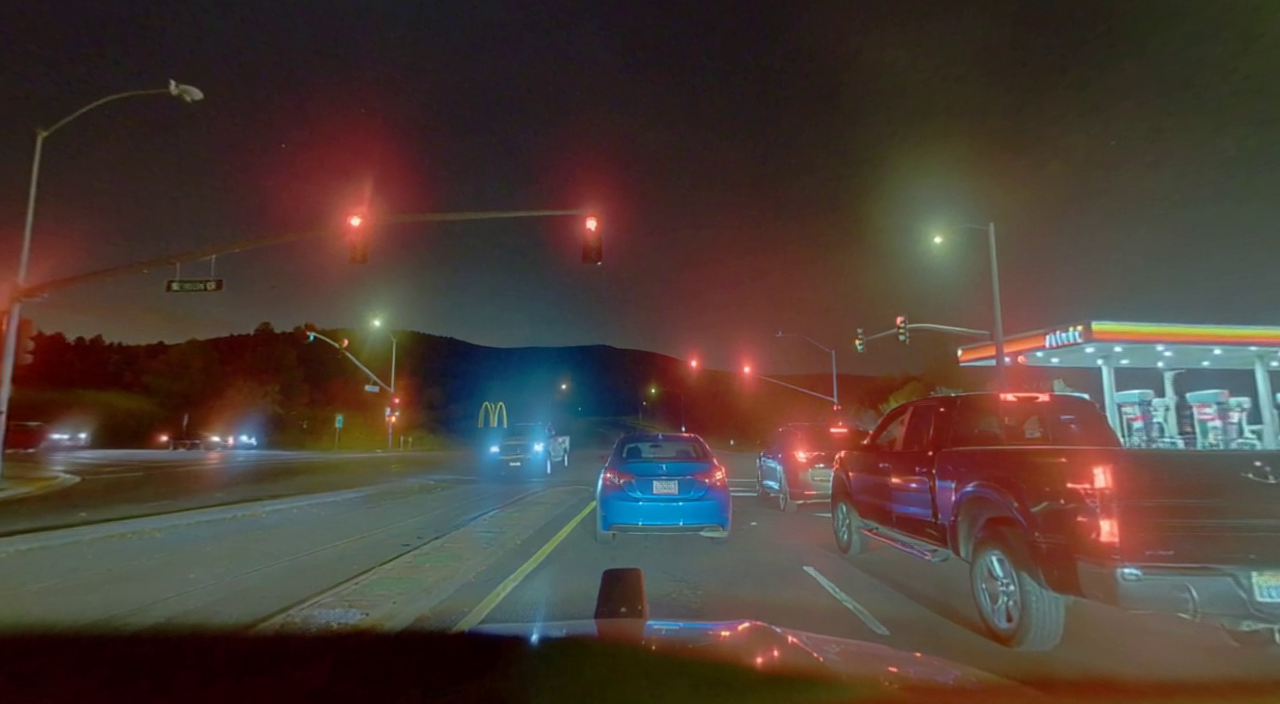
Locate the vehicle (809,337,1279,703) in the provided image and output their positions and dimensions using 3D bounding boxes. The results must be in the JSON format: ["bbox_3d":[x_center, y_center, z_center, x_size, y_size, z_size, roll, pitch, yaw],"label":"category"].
[{"bbox_3d":[3.577,1.300,5.968,2.277,1.871,6.143,0,-8,0],"label":"vehicle"}]

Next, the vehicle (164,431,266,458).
[{"bbox_3d":[-23.095,5.026,34.381,4.326,1.420,1.798,-1,-8,4],"label":"vehicle"}]

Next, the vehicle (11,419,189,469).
[{"bbox_3d":[-19.652,3.364,23.102,4.742,1.720,2.107,-1,-8,5],"label":"vehicle"}]

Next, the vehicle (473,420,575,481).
[{"bbox_3d":[-4.329,3.837,24.828,2.615,2.031,5.638,1,-8,3],"label":"vehicle"}]

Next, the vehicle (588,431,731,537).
[{"bbox_3d":[0.273,2.176,10.971,2.027,1.494,3.824,0,-8,0],"label":"vehicle"}]
